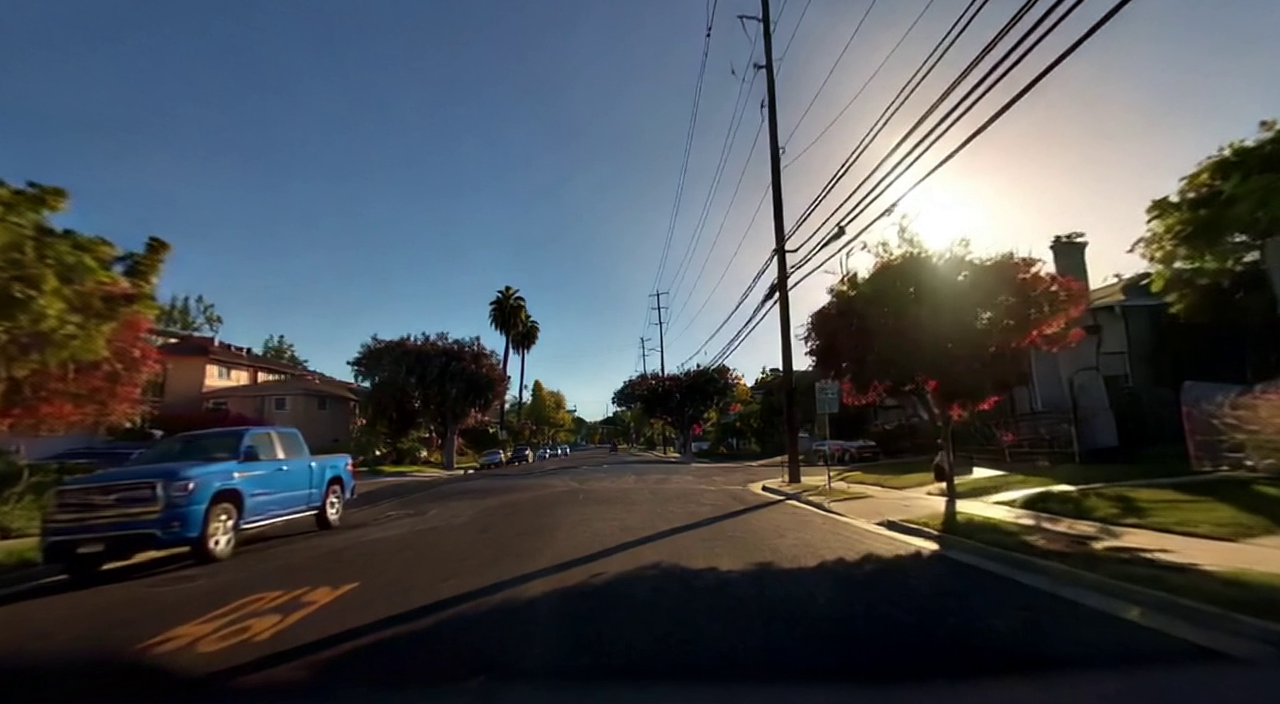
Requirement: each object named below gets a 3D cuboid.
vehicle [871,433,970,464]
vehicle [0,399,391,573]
[{"bbox_3d":[15.211,5.245,34.406,4.381,1.645,2.013,0,-8,-3],"label":"vehicle"},{"bbox_3d":[-6.548,2.043,10.668,2.455,2.045,6.171,0,-8,-3],"label":"vehicle"}]
